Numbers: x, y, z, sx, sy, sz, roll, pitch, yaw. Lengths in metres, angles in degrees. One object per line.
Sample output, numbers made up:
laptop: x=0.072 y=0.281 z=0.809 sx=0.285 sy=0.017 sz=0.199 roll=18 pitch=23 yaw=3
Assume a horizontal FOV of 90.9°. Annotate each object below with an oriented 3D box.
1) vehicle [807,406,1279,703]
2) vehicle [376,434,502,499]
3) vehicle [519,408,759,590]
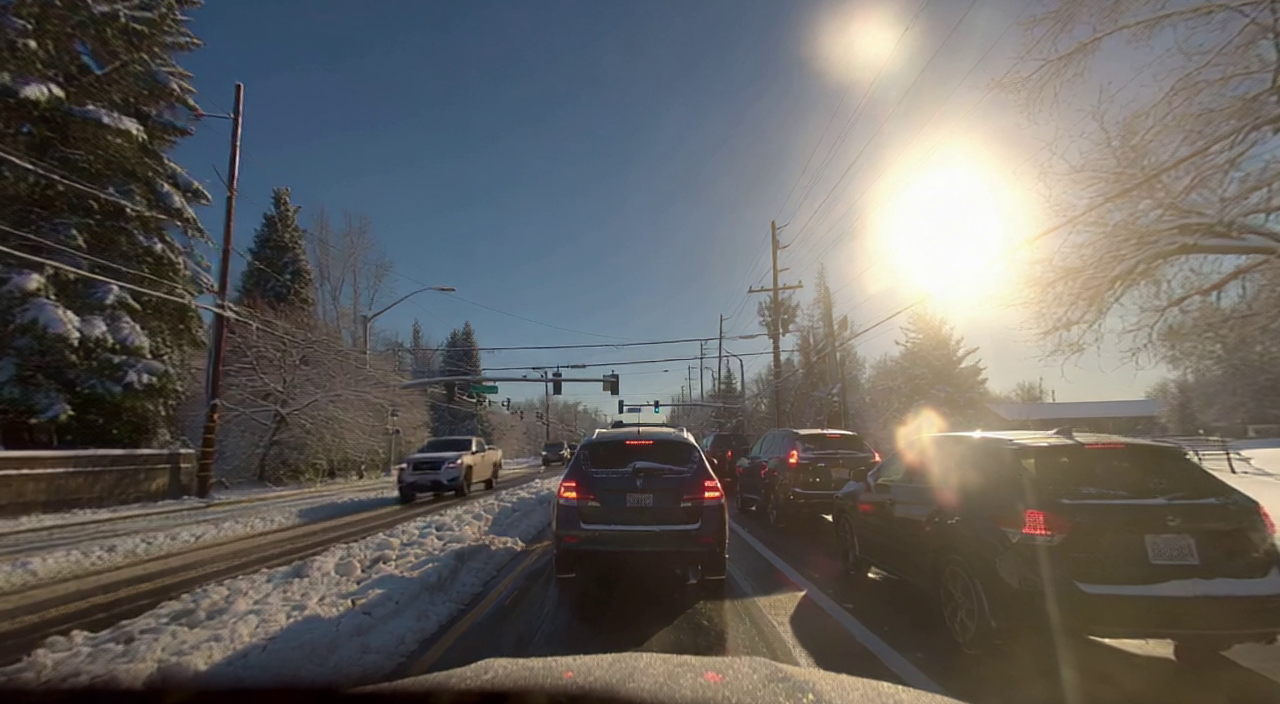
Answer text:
vehicle: x=2.889 y=1.305 z=4.993 sx=1.950 sy=1.487 sz=4.275 roll=0 pitch=-8 yaw=0
vehicle: x=-6.051 y=3.494 z=19.719 sx=2.253 sy=1.751 sz=4.700 roll=-1 pitch=-8 yaw=1
vehicle: x=0.006 y=1.660 z=7.922 sx=2.200 sy=1.653 sz=4.127 roll=0 pitch=-8 yaw=1
